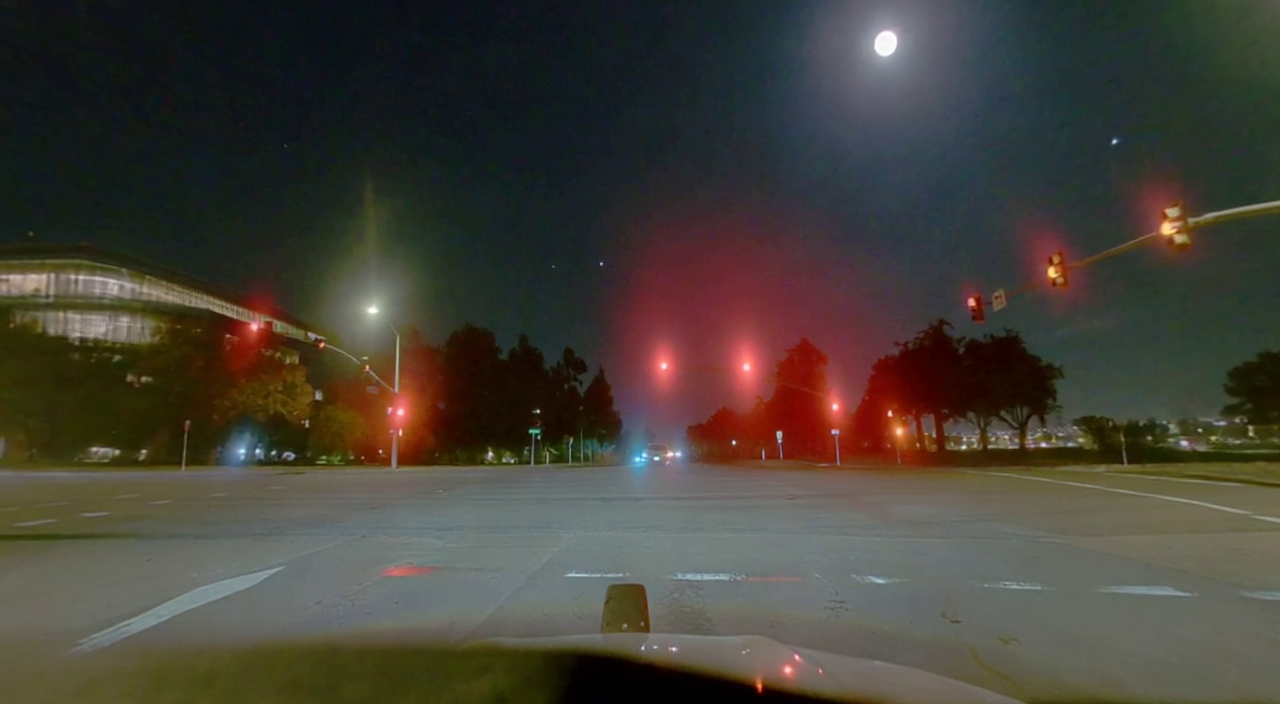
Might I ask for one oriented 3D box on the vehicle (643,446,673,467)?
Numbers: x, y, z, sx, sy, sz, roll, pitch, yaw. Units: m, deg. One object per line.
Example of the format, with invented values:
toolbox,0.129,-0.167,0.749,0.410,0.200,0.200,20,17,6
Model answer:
vehicle,1.286,7.641,46.445,2.132,1.449,4.235,0,-9,0
